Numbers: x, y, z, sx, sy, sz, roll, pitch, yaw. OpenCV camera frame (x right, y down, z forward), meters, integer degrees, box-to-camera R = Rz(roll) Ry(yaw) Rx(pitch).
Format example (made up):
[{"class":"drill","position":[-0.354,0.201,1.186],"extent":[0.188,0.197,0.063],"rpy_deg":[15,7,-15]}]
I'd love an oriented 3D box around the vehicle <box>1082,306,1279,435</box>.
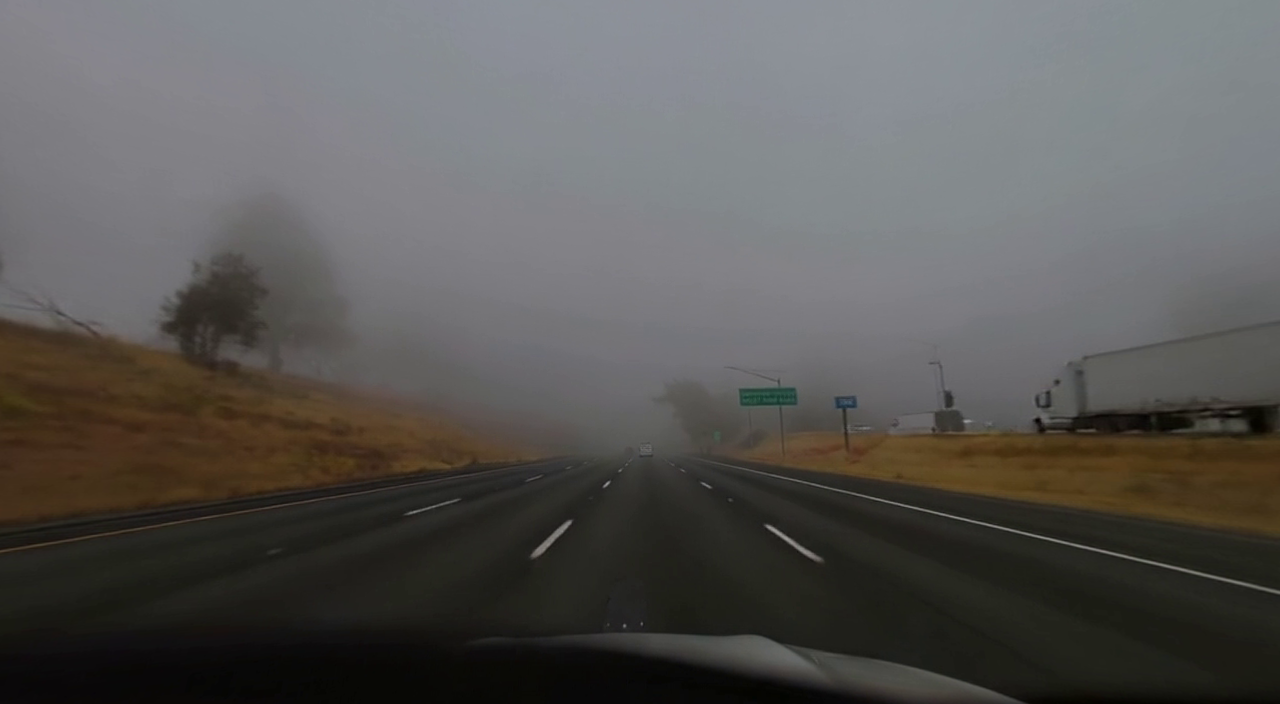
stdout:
[{"class":"vehicle","position":[23.400,0.718,22.657],"extent":[2.978,4.245,16.936],"rpy_deg":[0,-8,0]}]
